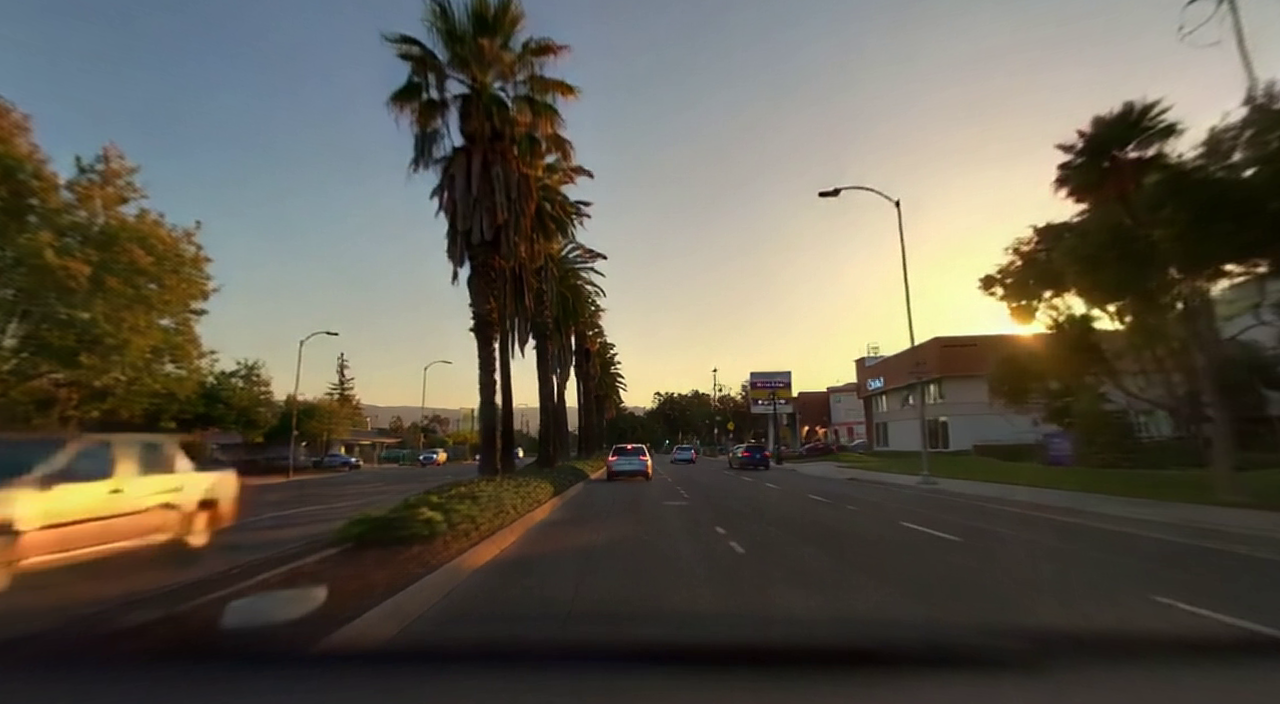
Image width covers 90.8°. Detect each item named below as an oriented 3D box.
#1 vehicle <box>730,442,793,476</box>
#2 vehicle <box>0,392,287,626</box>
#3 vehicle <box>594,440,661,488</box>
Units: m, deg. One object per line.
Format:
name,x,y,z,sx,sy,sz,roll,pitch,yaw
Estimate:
vehicle,6.150,5.470,32.580,2.244,1.618,4.585,0,-9,-2
vehicle,-5.889,1.440,6.469,2.156,1.702,4.379,0,-9,-3
vehicle,-0.395,3.865,21.999,2.106,1.496,3.964,0,-9,0
